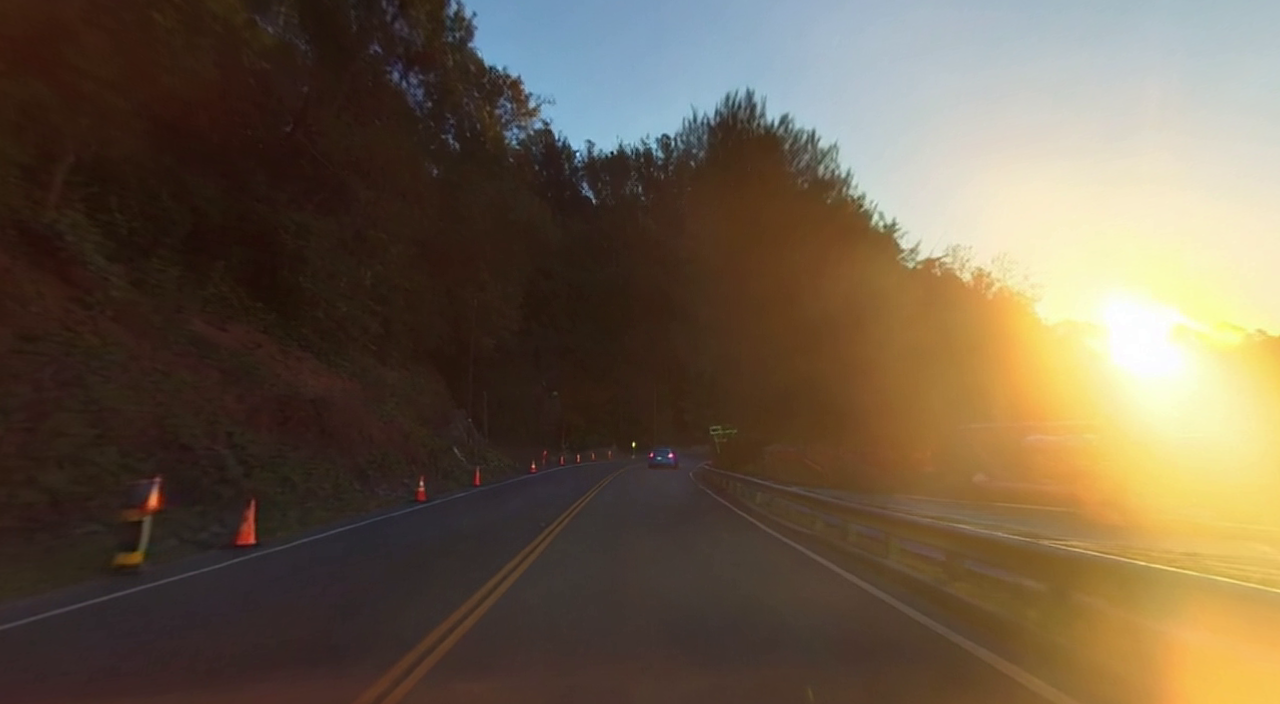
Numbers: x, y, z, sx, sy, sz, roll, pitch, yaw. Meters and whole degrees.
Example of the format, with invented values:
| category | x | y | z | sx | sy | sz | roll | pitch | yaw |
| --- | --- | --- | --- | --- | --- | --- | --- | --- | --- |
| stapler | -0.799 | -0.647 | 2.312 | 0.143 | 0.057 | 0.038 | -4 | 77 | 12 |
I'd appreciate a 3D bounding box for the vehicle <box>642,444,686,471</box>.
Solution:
| category | x | y | z | sx | sy | sz | roll | pitch | yaw |
| --- | --- | --- | --- | --- | --- | --- | --- | --- | --- |
| vehicle | 1.515 | 6.370 | 38.194 | 2.259 | 1.503 | 4.075 | -1 | -8 | 8 |
